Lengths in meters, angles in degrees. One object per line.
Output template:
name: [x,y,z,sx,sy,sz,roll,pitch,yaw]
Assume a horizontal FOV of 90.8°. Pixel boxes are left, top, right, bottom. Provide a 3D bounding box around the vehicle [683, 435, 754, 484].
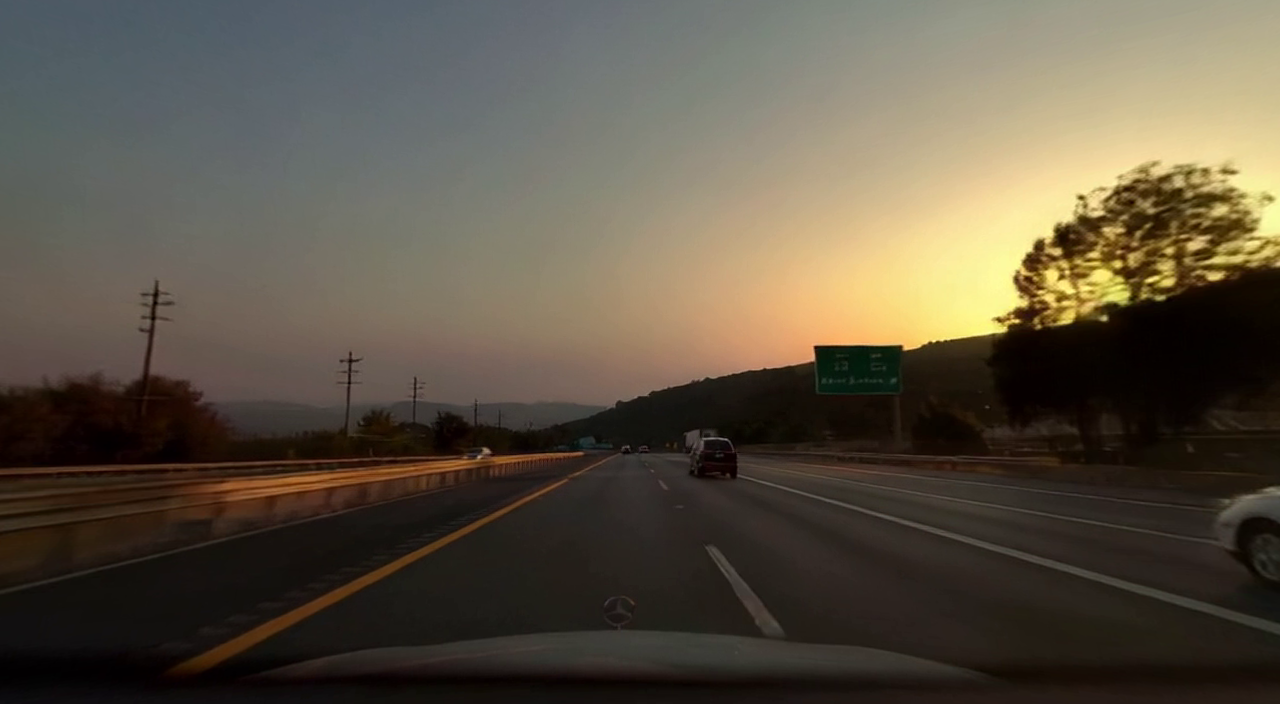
vehicle: [3.056,4.304,25.715,2.141,1.785,4.778,0,-8,-2]
